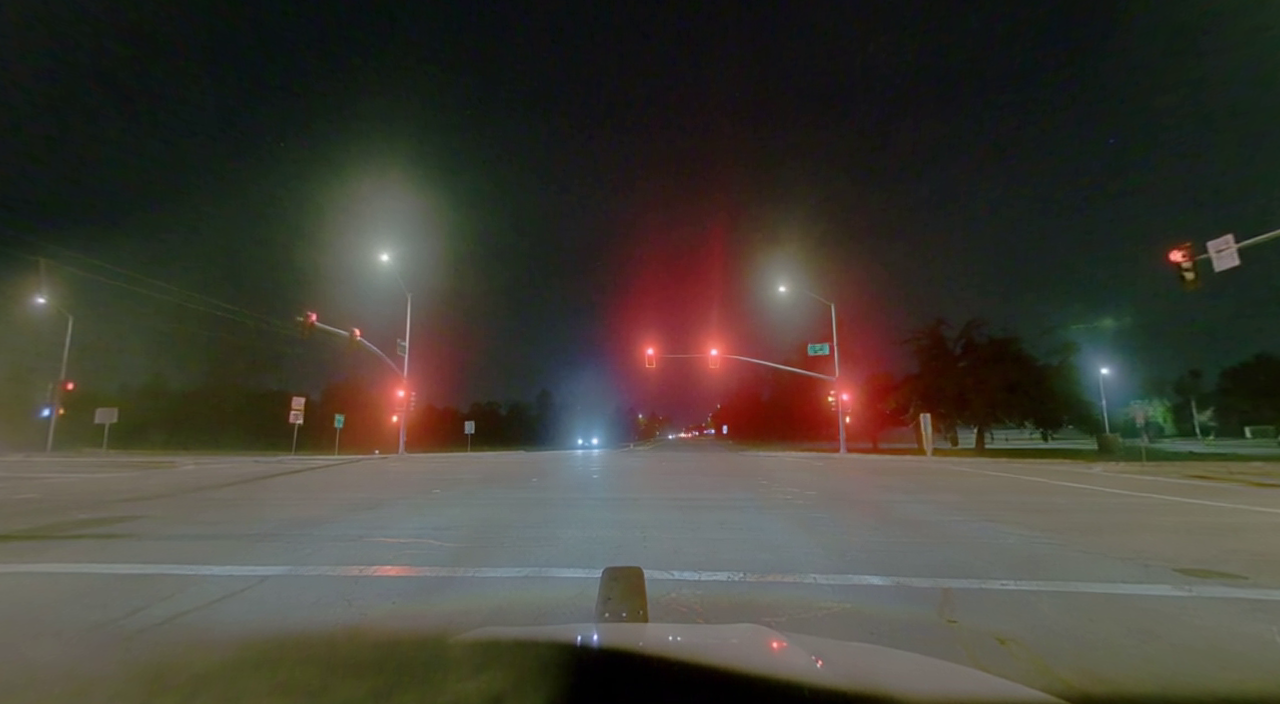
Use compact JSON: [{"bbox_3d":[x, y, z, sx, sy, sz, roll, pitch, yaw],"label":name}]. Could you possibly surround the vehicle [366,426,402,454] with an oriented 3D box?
[{"bbox_3d":[-19.986,6.842,48.882,1.873,2.079,2.879,6,-10,-35],"label":"vehicle"}]
